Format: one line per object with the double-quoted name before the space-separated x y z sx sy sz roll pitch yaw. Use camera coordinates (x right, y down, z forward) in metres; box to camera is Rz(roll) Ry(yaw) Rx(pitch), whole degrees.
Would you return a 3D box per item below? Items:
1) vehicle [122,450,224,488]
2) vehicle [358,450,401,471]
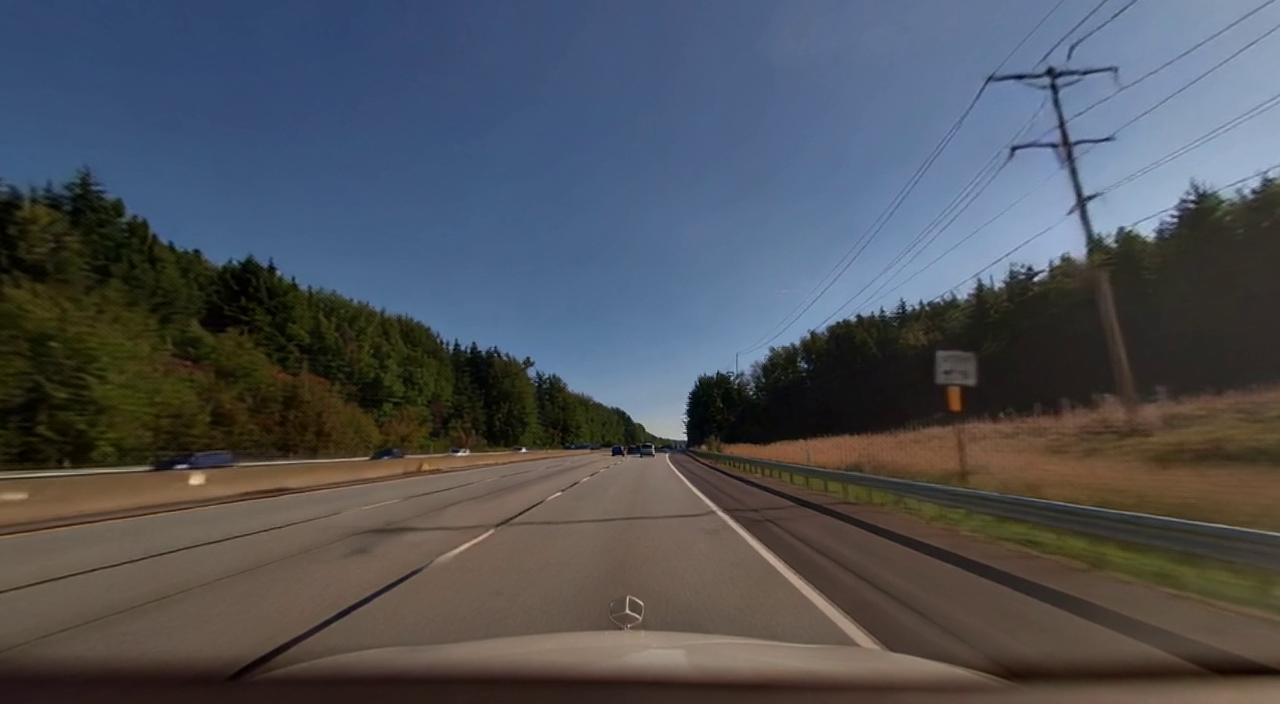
"vehicle" -20.208 5.055 27.432 1.775 1.469 3.436 0 -8 0
"vehicle" -19.325 8.059 46.853 1.701 1.400 3.522 0 -8 0
